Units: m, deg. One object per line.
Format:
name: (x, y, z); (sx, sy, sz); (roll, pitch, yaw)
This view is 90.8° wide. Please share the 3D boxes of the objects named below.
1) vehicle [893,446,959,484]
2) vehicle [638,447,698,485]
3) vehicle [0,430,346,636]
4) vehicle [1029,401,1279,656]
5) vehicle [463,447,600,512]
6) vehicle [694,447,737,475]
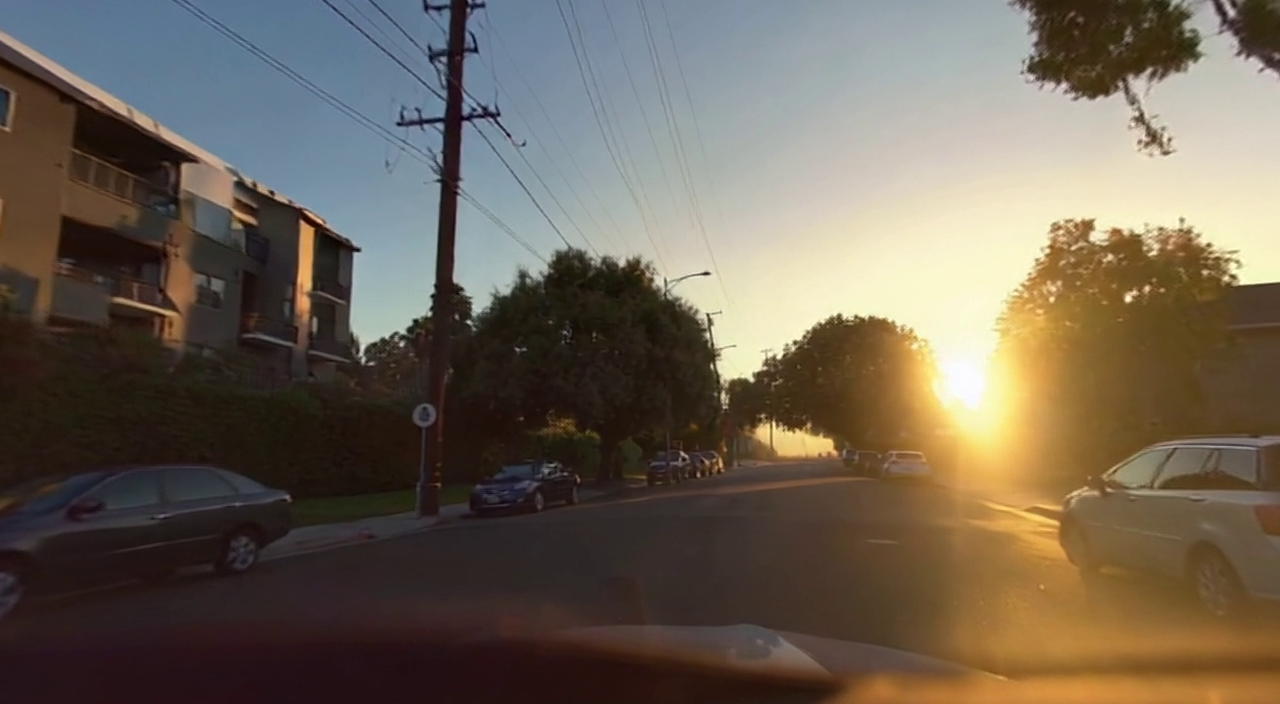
vehicle: (12.439, 4.903, 27.707); (1.964, 1.515, 4.055); (-3, -9, 16)
vehicle: (1.554, 5.904, 33.126); (2.011, 1.801, 4.676); (-3, -9, 17)
vehicle: (-6.018, 1.964, 7.455); (2.068, 1.745, 4.579); (-11, -10, 14)
vehicle: (5.764, 1.442, 6.123); (2.180, 1.677, 4.432); (-3, -9, 16)
vehicle: (-3.023, 3.796, 18.789); (2.017, 1.582, 4.664); (-6, -13, 18)
vehicle: (5.451, 7.845, 45.143); (1.953, 1.699, 4.234); (-10, -13, 18)
